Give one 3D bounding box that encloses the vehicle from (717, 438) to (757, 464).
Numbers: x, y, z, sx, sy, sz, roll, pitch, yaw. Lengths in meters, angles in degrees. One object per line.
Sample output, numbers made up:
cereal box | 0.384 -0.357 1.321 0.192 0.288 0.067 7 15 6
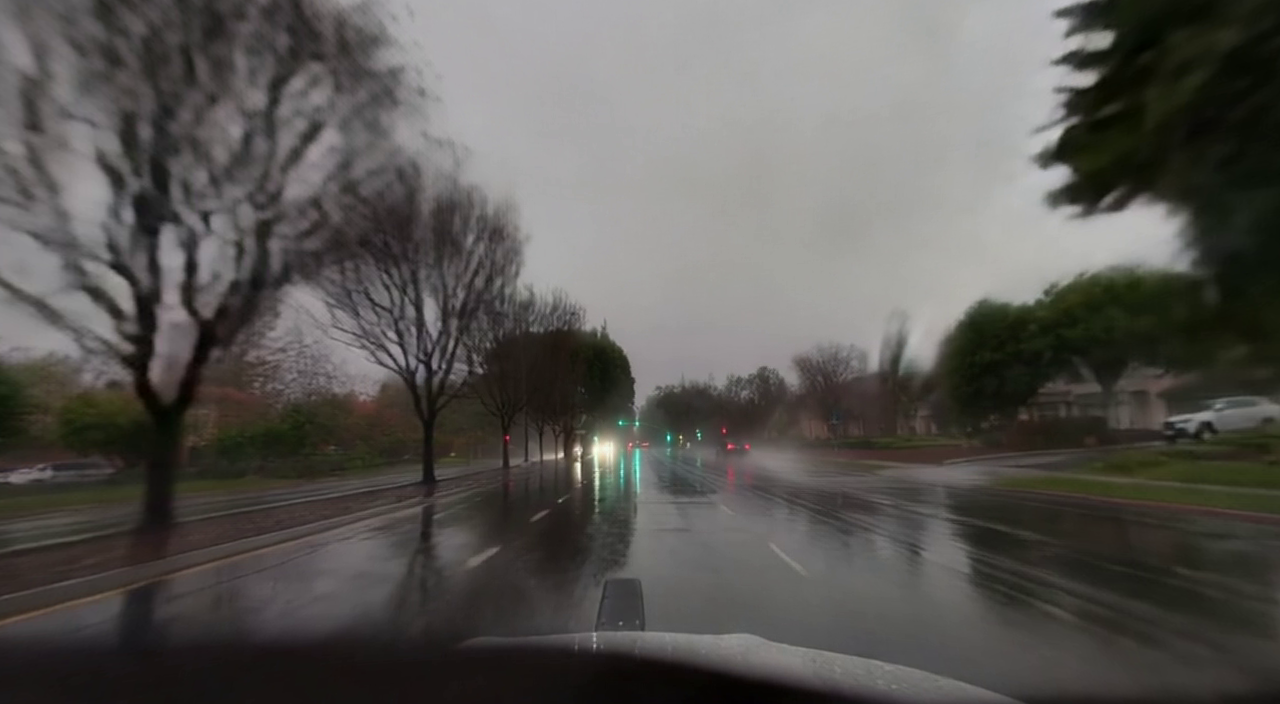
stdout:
vehicle | 6.767 7.005 44.668 2.011 1.710 4.357 0 -9 -1
